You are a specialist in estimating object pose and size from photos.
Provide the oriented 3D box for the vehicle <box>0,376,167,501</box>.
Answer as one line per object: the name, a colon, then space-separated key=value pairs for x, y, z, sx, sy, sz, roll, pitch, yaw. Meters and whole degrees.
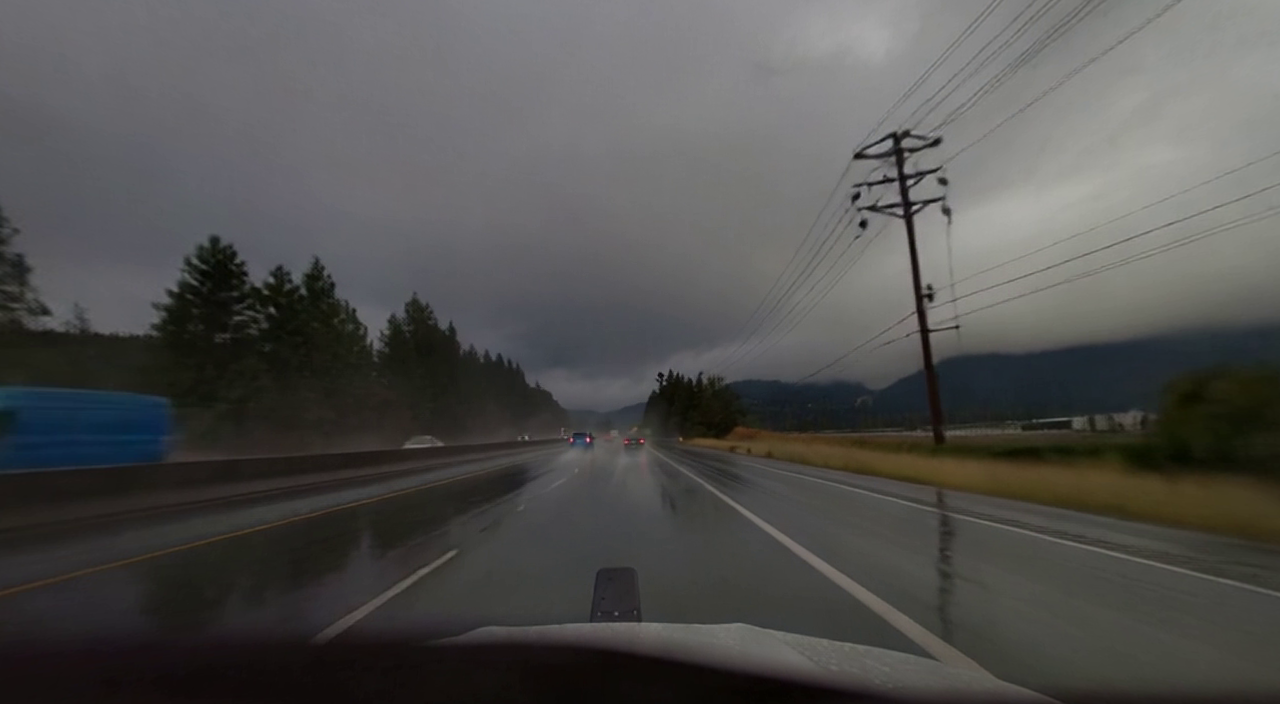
vehicle: x=-17.087 y=2.363 z=17.269 sx=2.656 sy=3.032 sz=7.159 roll=0 pitch=-8 yaw=-1

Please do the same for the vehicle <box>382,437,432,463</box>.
vehicle: x=-13.096 y=5.490 z=35.625 sx=1.552 sy=1.361 sz=3.351 roll=0 pitch=-8 yaw=-1

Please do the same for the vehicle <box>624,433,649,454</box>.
vehicle: x=-0.294 y=6.952 z=48.020 sx=1.890 sy=1.472 sz=3.716 roll=0 pitch=-8 yaw=-1
